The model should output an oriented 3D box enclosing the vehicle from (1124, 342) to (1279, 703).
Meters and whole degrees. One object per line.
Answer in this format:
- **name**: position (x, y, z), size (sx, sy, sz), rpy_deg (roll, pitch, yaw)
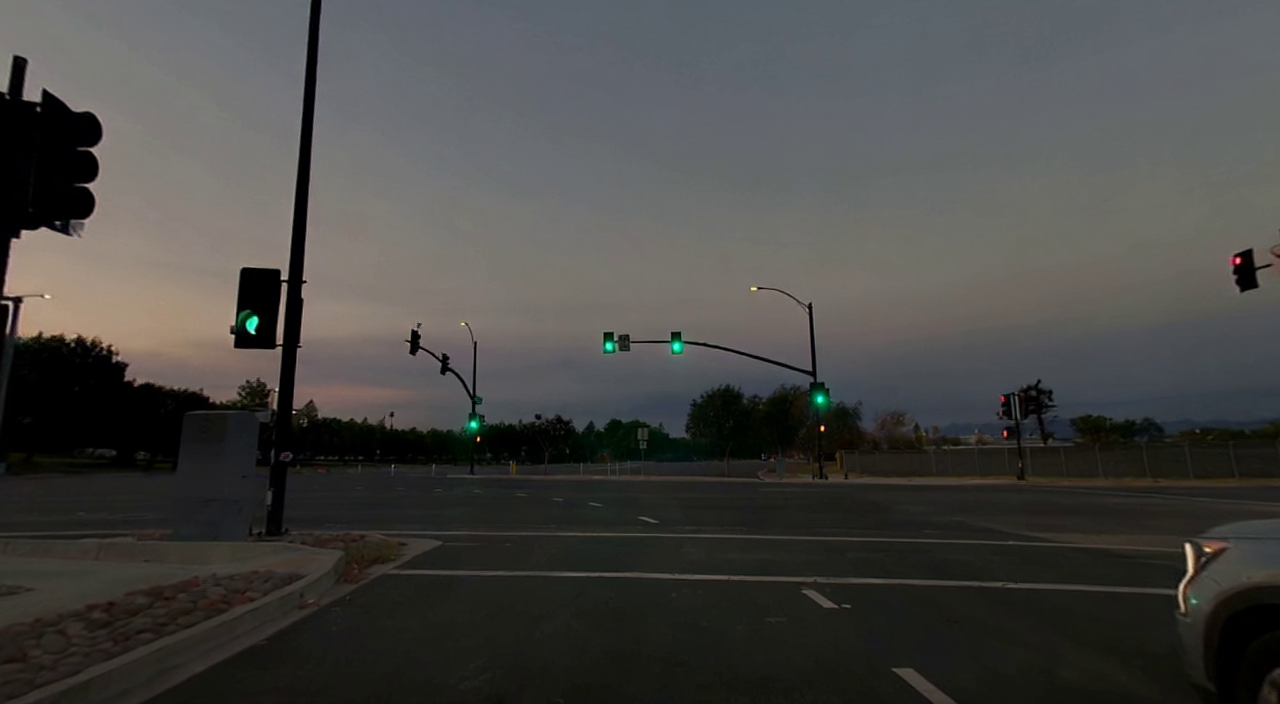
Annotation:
- **vehicle**: position (3.062, 0.571, 0.588), size (1.938, 1.648, 4.211), rpy_deg (-1, -8, 2)
